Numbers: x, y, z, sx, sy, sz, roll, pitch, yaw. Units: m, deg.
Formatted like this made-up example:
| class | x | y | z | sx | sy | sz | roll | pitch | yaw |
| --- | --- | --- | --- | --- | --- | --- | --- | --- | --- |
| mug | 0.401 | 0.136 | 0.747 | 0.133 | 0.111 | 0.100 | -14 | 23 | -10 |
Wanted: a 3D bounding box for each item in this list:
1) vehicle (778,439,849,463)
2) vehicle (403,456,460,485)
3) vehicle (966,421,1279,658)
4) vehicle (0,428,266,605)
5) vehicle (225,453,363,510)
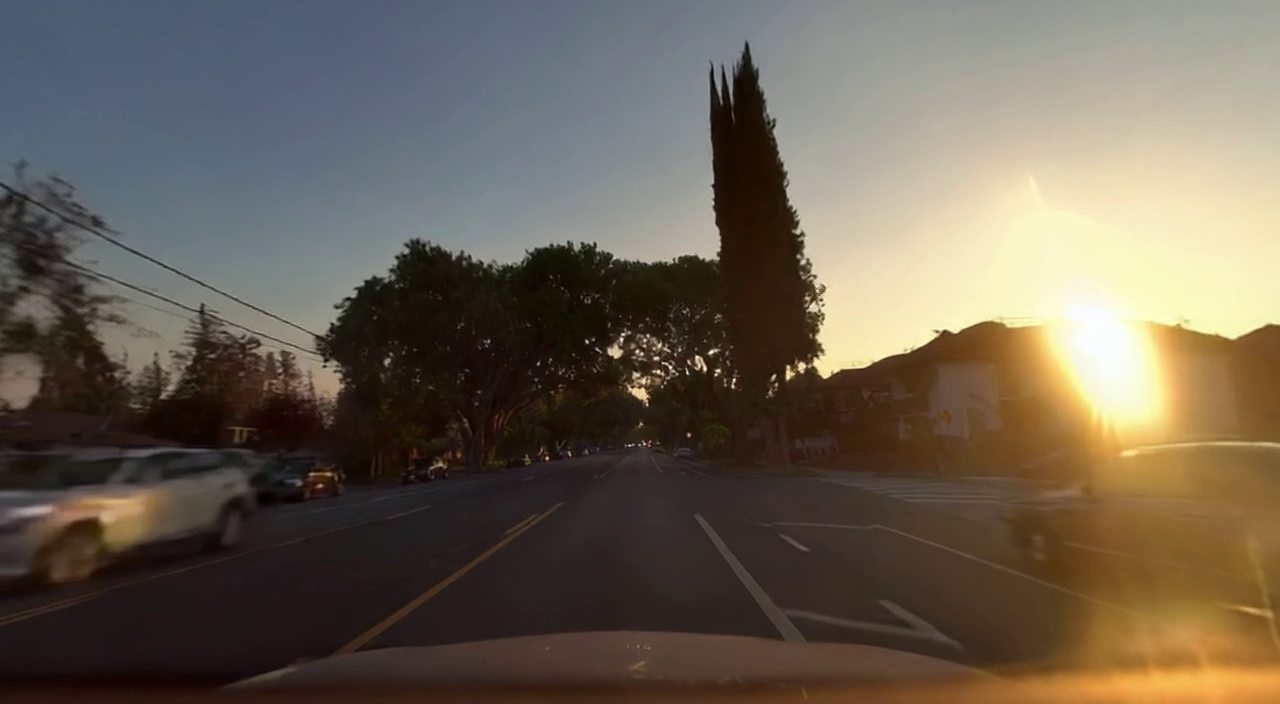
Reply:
| class | x | y | z | sx | sy | sz | roll | pitch | yaw |
| --- | --- | --- | --- | --- | --- | --- | --- | --- | --- |
| vehicle | 12.933 | 7.421 | 47.323 | 4.696 | 1.732 | 1.968 | 0 | -9 | 0 |
| vehicle | -12.634 | 7.192 | 38.581 | 1.926 | 1.533 | 4.557 | 0 | -9 | 1 |
| vehicle | 4.960 | 1.365 | 5.218 | 1.950 | 1.469 | 4.625 | 0 | -9 | -2 |
| vehicle | -7.406 | 1.957 | 8.339 | 2.092 | 1.741 | 4.559 | 0 | -9 | 0 |
| vehicle | -12.558 | 4.684 | 23.471 | 2.128 | 1.768 | 5.306 | 0 | -9 | 0 |
